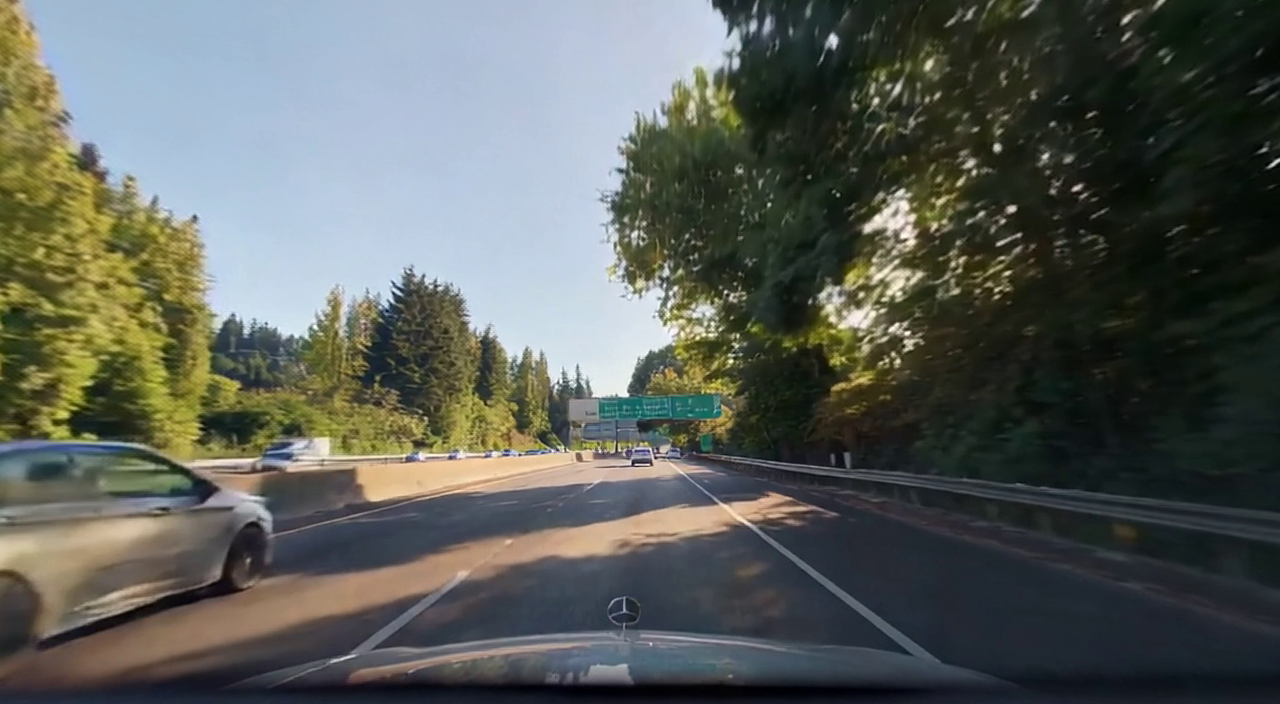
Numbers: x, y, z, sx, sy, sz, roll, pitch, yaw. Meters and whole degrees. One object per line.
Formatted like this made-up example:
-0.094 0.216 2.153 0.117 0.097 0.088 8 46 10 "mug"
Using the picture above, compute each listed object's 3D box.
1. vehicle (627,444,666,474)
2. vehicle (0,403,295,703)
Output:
0.311 5.629 33.157 1.960 1.456 3.818 0 -9 0 "vehicle"
-4.187 1.071 3.352 2.081 1.534 4.543 0 -9 1 "vehicle"
